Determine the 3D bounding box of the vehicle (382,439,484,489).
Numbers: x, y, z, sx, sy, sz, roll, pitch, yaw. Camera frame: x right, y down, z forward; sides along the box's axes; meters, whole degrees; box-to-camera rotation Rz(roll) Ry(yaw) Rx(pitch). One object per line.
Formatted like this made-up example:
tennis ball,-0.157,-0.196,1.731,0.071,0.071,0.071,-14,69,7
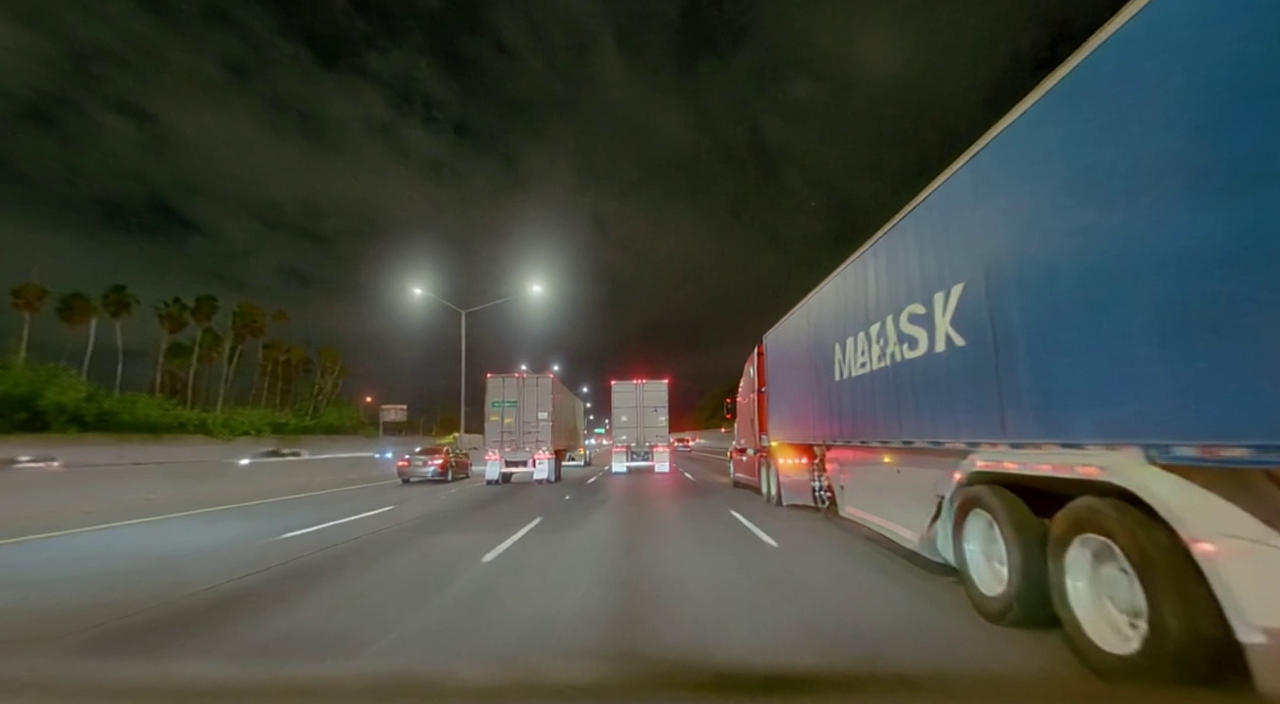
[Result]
vehicle,-6.784,3.693,21.222,1.916,1.465,4.451,0,-8,0

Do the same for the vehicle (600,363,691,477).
vehicle,0.260,3.682,30.606,3.097,3.856,18.209,0,-9,0

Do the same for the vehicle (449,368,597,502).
vehicle,-3.216,2.797,20.904,2.786,3.228,11.082,0,-8,0

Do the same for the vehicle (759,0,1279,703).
vehicle,4.403,0.501,8.695,2.887,4.178,14.553,0,-8,1

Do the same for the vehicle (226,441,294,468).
vehicle,-20.105,5.423,33.489,1.504,1.357,3.268,0,-8,1
